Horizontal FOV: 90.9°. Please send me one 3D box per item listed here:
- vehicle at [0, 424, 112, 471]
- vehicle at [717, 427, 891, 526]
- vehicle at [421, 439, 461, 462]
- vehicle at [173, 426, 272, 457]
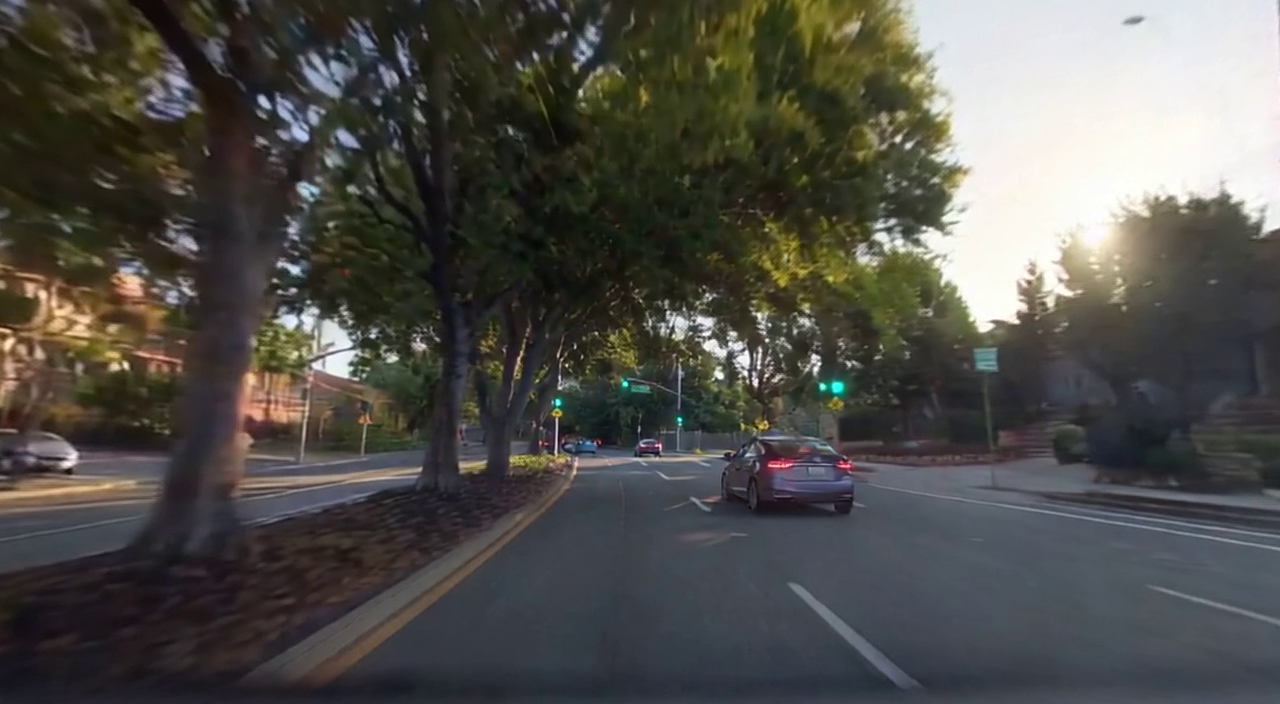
[{"bbox_3d":[-24.566,3.830,25.254,4.737,1.805,2.049,1,-9,-6],"label":"vehicle"},{"bbox_3d":[2.758,2.201,11.687,1.960,1.479,4.086,0,-9,-3],"label":"vehicle"},{"bbox_3d":[-14.692,7.278,46.733,2.041,1.608,4.166,1,-9,-7],"label":"vehicle"},{"bbox_3d":[-25.913,5.610,39.238,4.583,1.850,2.015,1,-9,-9],"label":"vehicle"}]
